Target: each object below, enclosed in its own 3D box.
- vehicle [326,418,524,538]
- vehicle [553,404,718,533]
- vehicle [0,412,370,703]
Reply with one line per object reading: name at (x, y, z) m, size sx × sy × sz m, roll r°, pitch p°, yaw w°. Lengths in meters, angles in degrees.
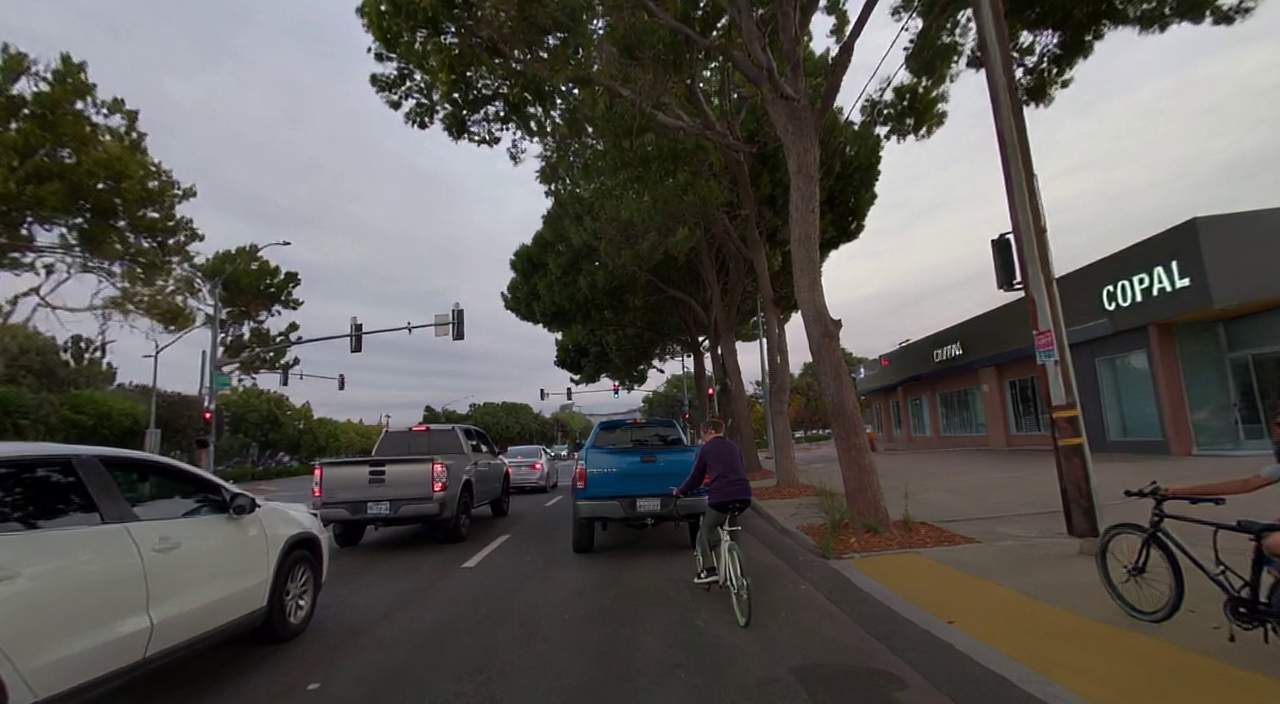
vehicle at (-3.599, 2.205, 11.642) m, size 2.046 × 1.750 × 4.452 m, roll 0°, pitch -9°, yaw 0°
vehicle at (-0.105, 2.095, 11.898) m, size 2.426 × 1.882 × 5.027 m, roll 0°, pitch -9°, yaw -1°
vehicle at (-3.555, 1.172, 3.689) m, size 2.064 × 1.486 × 4.140 m, roll 0°, pitch -9°, yaw 1°
